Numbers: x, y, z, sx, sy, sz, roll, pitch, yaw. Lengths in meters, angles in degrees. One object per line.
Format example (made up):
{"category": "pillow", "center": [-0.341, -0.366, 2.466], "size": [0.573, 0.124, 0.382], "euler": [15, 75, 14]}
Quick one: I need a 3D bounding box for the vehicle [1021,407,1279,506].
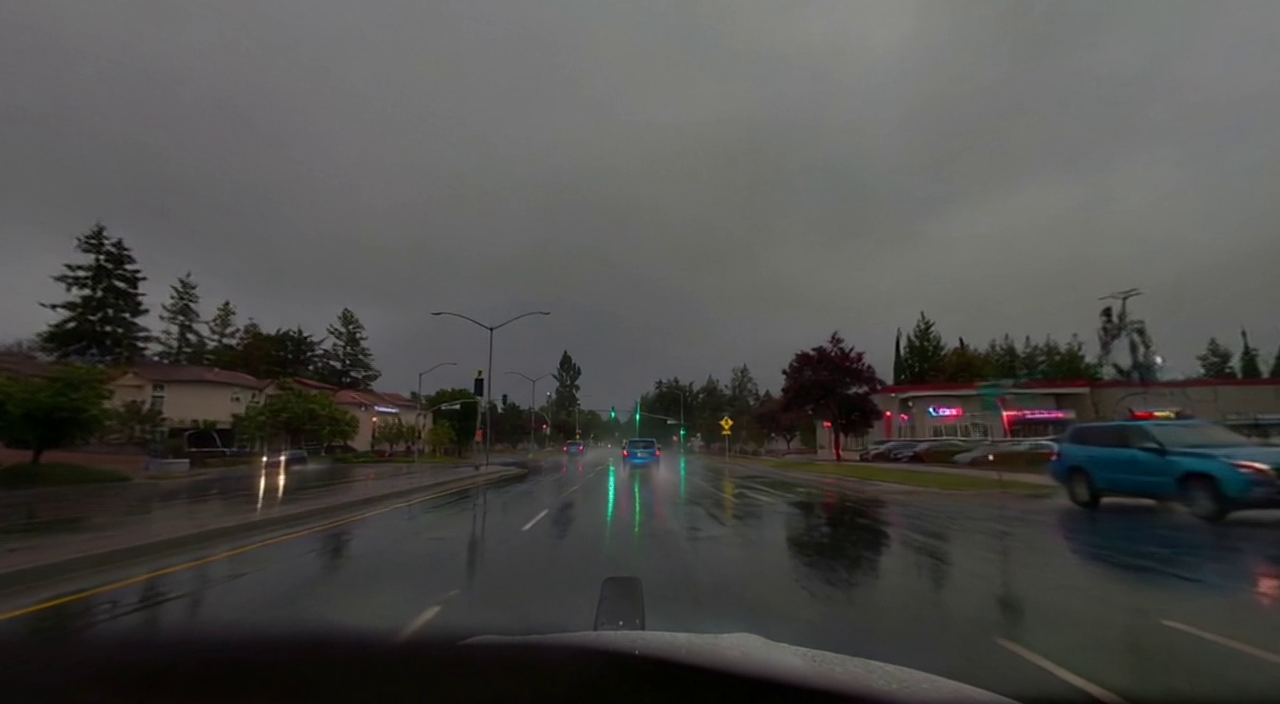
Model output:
{"category": "vehicle", "center": [11.385, 2.141, 13.072], "size": [5.506, 1.850, 2.156], "euler": [0, -9, 1]}

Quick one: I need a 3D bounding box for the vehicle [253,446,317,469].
{"category": "vehicle", "center": [-26.405, 7.868, 47.185], "size": [2.031, 1.622, 4.722], "euler": [0, -9, 1]}

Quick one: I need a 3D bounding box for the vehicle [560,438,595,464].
{"category": "vehicle", "center": [-4.558, 7.297, 46.669], "size": [2.202, 1.856, 4.516], "euler": [0, -9, -1]}

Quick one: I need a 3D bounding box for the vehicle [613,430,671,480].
{"category": "vehicle", "center": [0.026, 4.382, 27.172], "size": [2.273, 1.909, 5.075], "euler": [0, -9, -1]}
